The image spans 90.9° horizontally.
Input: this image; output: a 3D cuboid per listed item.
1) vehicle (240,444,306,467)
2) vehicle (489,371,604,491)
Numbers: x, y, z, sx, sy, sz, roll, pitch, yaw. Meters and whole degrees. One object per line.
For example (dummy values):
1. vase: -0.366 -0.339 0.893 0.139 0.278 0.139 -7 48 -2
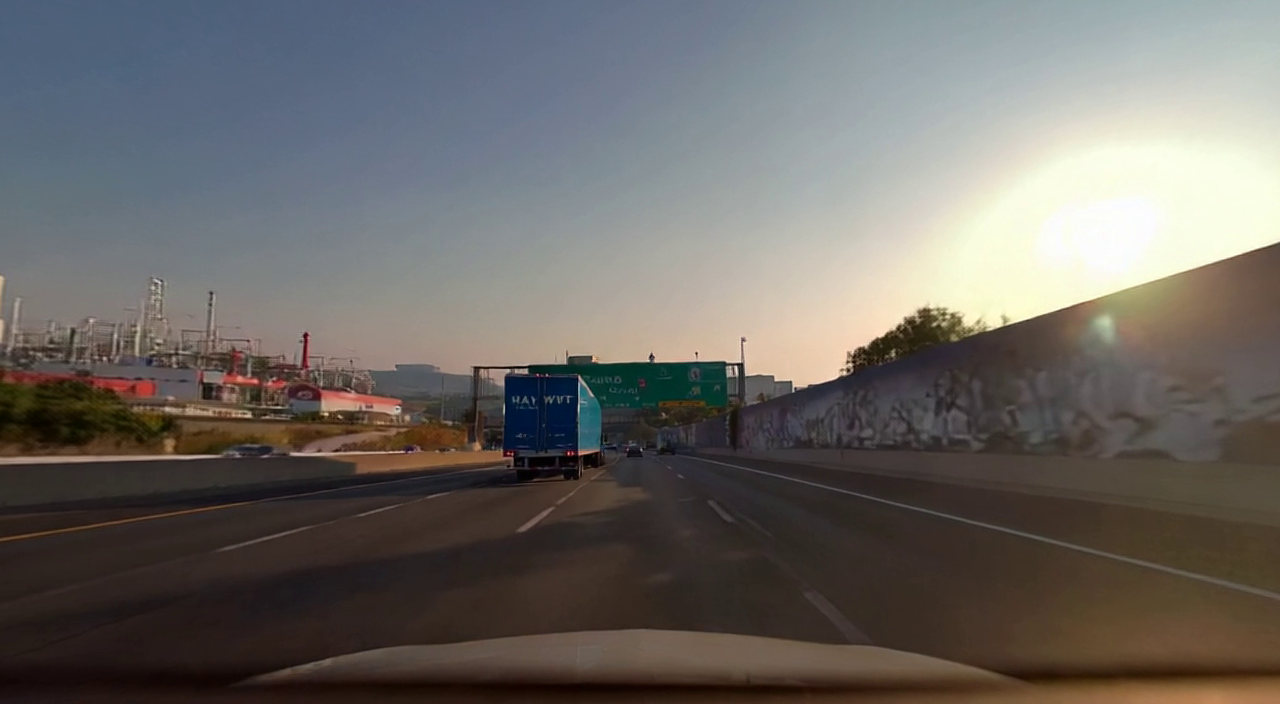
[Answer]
1. vehicle: -26.637 7.486 45.961 1.926 1.582 4.496 0 -8 2
2. vehicle: -3.469 3.239 26.239 2.977 4.048 8.890 1 -7 2
